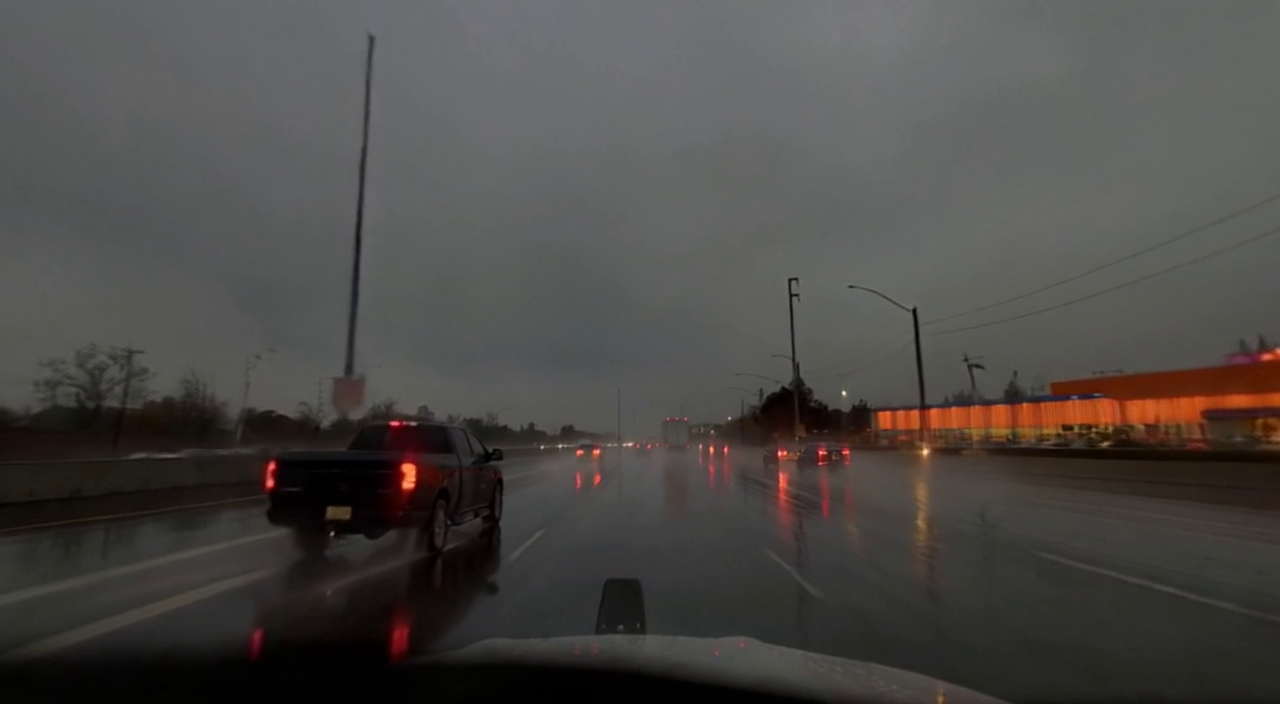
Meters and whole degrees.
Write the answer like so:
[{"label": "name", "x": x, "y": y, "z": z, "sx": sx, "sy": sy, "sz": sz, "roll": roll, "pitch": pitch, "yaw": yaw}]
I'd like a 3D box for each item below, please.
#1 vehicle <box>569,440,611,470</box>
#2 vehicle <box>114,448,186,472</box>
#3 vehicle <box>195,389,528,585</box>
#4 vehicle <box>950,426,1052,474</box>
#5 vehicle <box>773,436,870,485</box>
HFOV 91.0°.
[{"label": "vehicle", "x": -2.698, "y": 5.689, "z": 34.900, "sx": 1.929, "sy": 1.521, "sz": 4.097, "roll": 0, "pitch": -9, "yaw": 1}, {"label": "vehicle", "x": -32.631, "y": 7.173, "z": 42.094, "sx": 1.655, "sy": 1.481, "sz": 3.729, "roll": 0, "pitch": -9, "yaw": 3}, {"label": "vehicle", "x": -2.988, "y": 1.590, "z": 8.179, "sx": 2.130, "sy": 1.799, "sz": 4.583, "roll": 0, "pitch": -9, "yaw": 1}, {"label": "vehicle", "x": 25.931, "y": 7.148, "z": 45.601, "sx": 2.893, "sy": 3.189, "sz": 6.320, "roll": 2, "pitch": -9, "yaw": -8}, {"label": "vehicle", "x": 6.106, "y": 3.722, "z": 21.823, "sx": 1.980, "sy": 1.501, "sz": 4.433, "roll": 0, "pitch": -9, "yaw": -1}]
